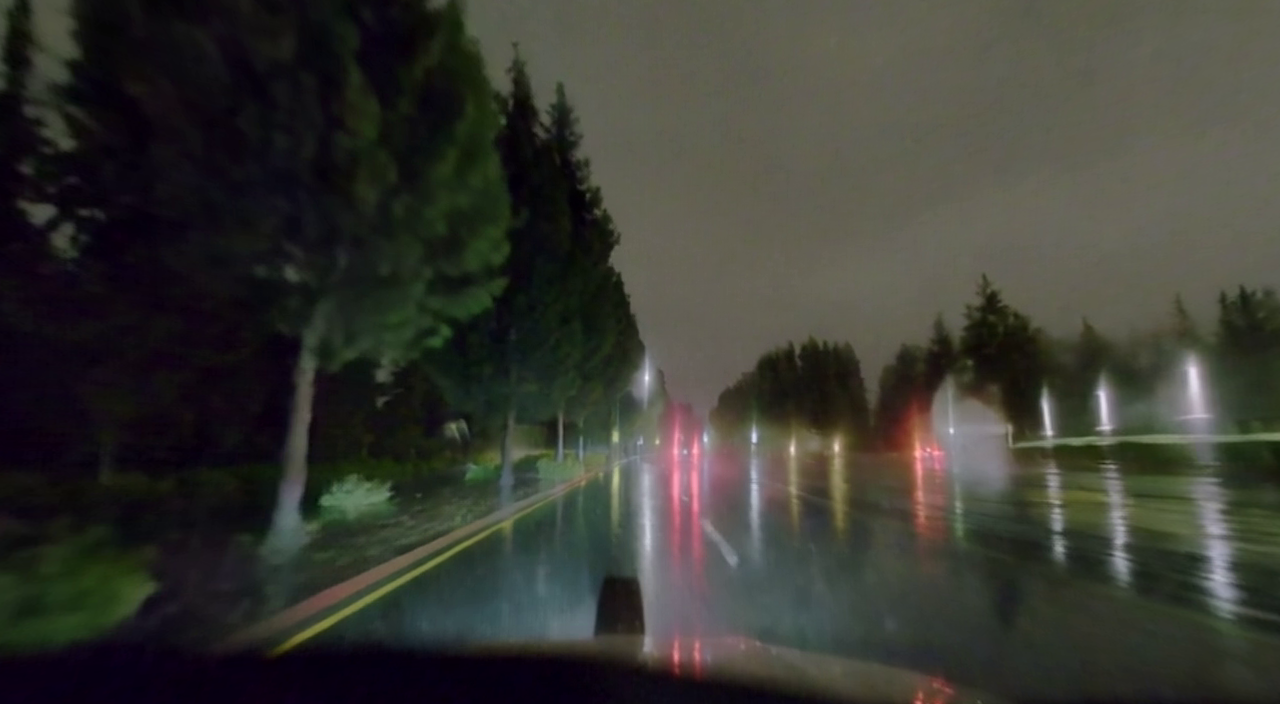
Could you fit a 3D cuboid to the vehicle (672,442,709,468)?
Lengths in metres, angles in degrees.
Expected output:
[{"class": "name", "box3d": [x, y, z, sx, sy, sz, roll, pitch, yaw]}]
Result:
[{"class": "vehicle", "box3d": [3.197, 6.630, 40.589, 2.044, 1.537, 4.528, 0, -8, 0]}]
